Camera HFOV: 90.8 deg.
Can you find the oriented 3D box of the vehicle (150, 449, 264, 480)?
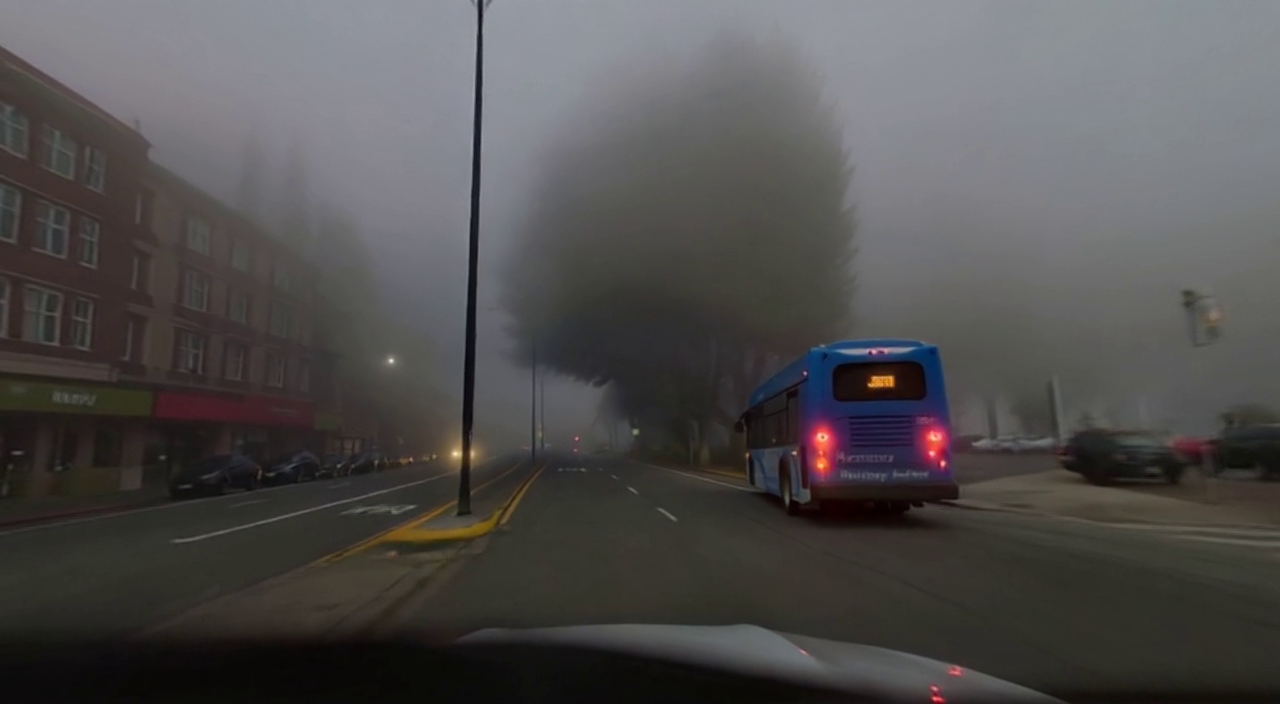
[{"bbox_3d":[-22.903,5.948,33.648,4.592,1.474,1.880,3,-8,-21],"label":"vehicle"}]

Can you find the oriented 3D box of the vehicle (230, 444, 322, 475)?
[{"bbox_3d":[-22.196,6.543,38.655,4.392,1.800,1.902,0,-8,-3],"label":"vehicle"}]

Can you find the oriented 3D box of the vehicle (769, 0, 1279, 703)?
[{"bbox_3d":[3.622,0.200,4.063,3.194,3.345,12.428,0,-8,1],"label":"vehicle"}]
